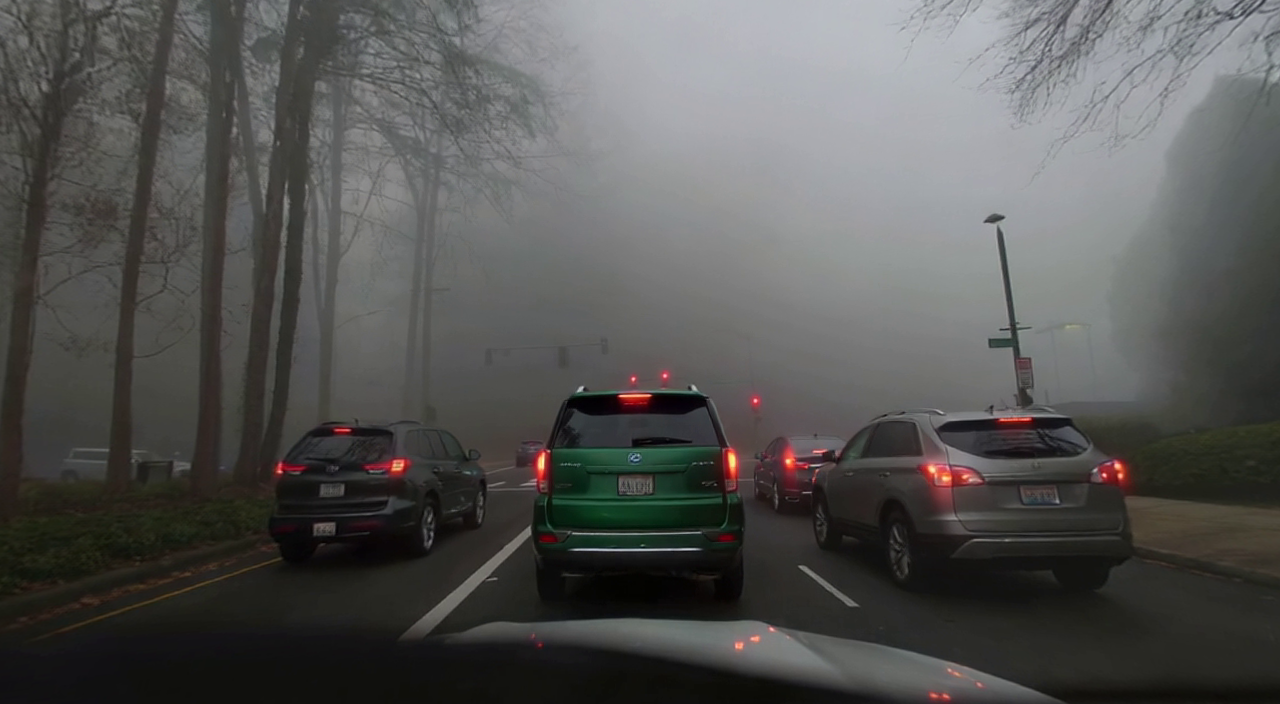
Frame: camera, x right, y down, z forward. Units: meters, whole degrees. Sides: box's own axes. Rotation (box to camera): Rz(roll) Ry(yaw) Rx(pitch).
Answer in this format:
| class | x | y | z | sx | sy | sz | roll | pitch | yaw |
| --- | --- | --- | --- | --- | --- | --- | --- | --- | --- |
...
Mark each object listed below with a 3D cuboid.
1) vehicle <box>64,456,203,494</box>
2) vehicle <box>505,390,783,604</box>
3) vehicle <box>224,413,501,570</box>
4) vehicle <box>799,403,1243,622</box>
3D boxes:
| class | x | y | z | sx | sy | sz | roll | pitch | yaw |
| --- | --- | --- | --- | --- | --- | --- | --- | --- | --- |
| vehicle | -22.339 | 5.413 | 28.186 | 2.312 | 1.443 | 4.684 | 0 | -9 | 1 |
| vehicle | 0.018 | 1.490 | 7.252 | 2.294 | 1.761 | 3.857 | 0 | -9 | -1 |
| vehicle | -3.391 | 1.779 | 8.771 | 1.961 | 1.639 | 4.064 | 0 | -9 | 0 |
| vehicle | 3.467 | 1.546 | 7.048 | 2.202 | 1.657 | 4.298 | 0 | -9 | -1 |
